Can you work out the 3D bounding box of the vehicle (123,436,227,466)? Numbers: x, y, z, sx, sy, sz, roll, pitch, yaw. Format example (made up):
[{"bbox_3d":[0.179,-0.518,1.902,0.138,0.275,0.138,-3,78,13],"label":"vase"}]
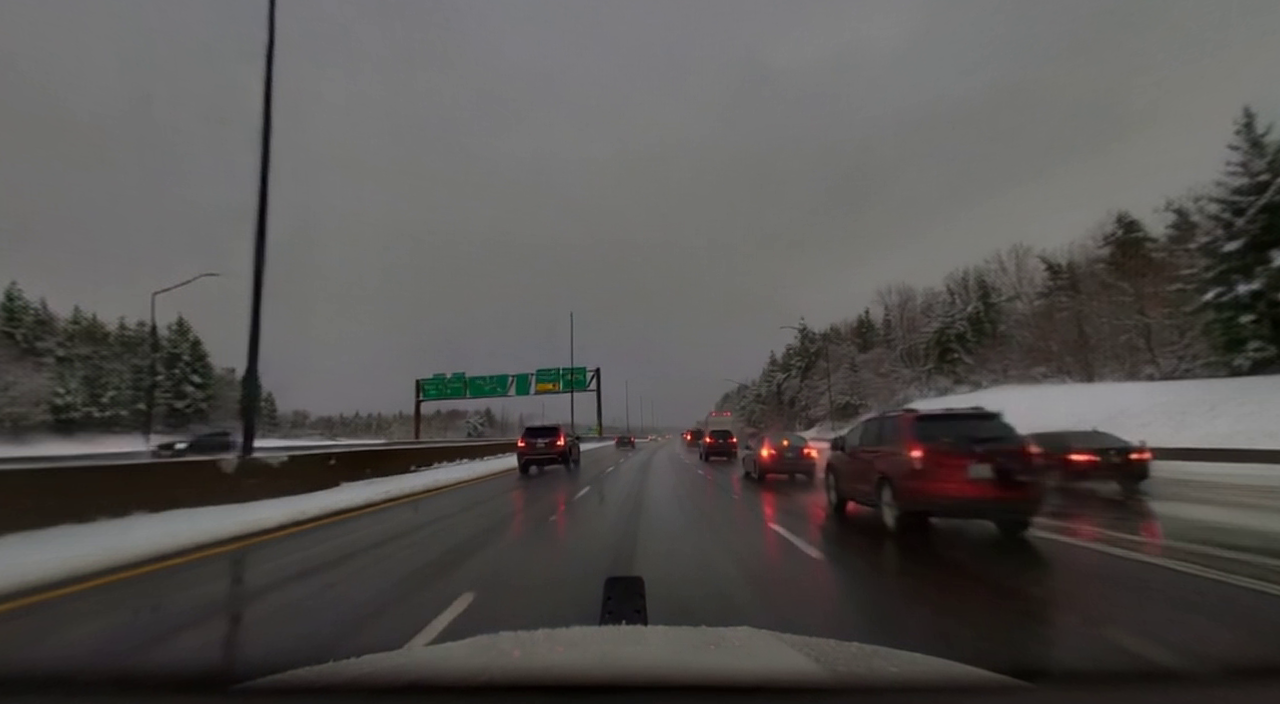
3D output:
[{"bbox_3d":[-25.761,5.492,35.203,1.913,1.509,4.728,-1,-8,6],"label":"vehicle"}]

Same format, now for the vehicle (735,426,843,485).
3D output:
[{"bbox_3d":[4.192,3.010,18.610,2.088,1.491,4.549,0,-8,0],"label":"vehicle"}]

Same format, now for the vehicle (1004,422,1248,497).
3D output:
[{"bbox_3d":[10.898,2.439,14.716,1.968,1.457,4.559,0,-8,-2],"label":"vehicle"}]

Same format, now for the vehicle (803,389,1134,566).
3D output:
[{"bbox_3d":[3.786,1.542,8.440,1.991,1.715,4.455,0,-8,0],"label":"vehicle"}]

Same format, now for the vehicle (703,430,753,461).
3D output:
[{"bbox_3d":[4.554,4.949,33.373,1.999,1.482,4.743,0,-8,0],"label":"vehicle"}]

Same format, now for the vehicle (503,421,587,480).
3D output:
[{"bbox_3d":[-2.989,3.219,20.796,2.006,1.741,4.277,-1,-8,2],"label":"vehicle"}]
